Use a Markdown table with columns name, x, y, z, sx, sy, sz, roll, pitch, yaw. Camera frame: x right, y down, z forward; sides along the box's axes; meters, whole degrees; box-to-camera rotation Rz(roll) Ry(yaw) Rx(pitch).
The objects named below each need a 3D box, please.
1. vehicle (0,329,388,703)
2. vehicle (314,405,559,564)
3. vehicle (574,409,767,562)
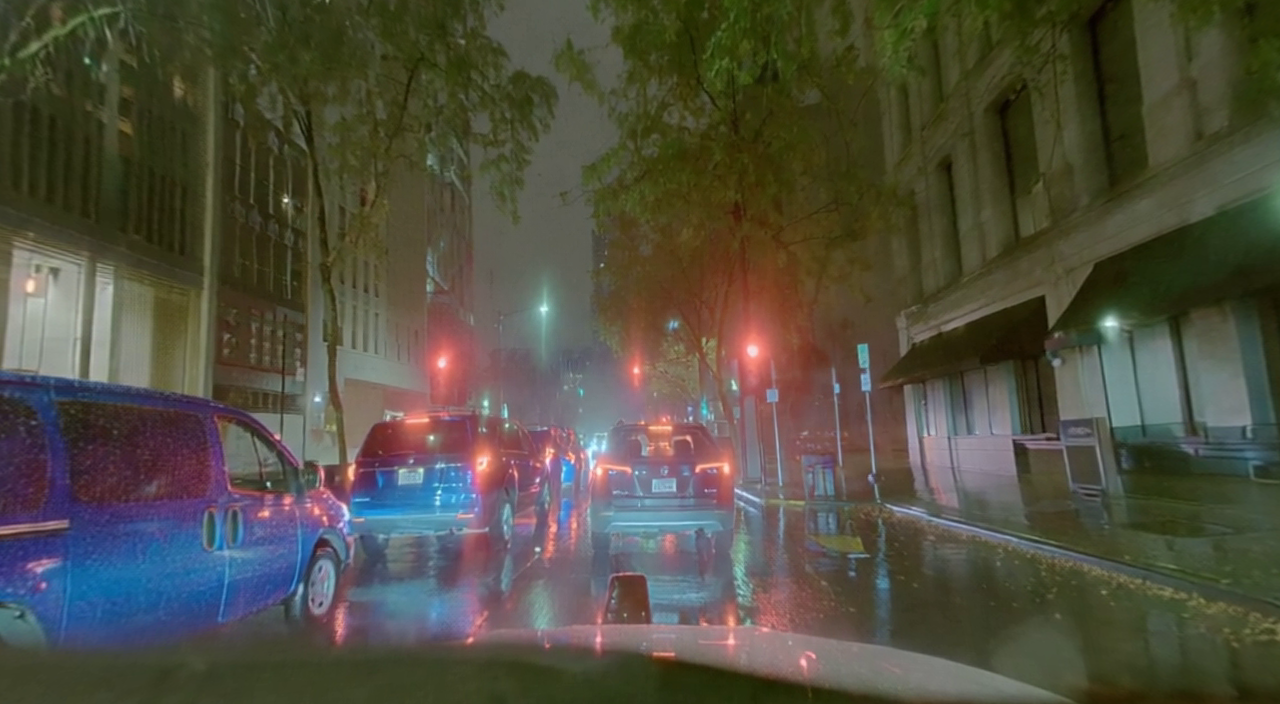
| name | x | y | z | sx | sy | sz | roll | pitch | yaw |
| --- | --- | --- | --- | --- | --- | --- | --- | --- | --- |
| vehicle | -3.170 | 0.991 | 3.485 | 1.940 | 1.722 | 3.823 | 0 | -8 | 0 |
| vehicle | -2.643 | 1.864 | 9.596 | 2.124 | 1.799 | 4.587 | 0 | -8 | 1 |
| vehicle | 0.362 | 1.824 | 9.252 | 2.205 | 1.727 | 3.917 | 0 | -8 | 0 |
